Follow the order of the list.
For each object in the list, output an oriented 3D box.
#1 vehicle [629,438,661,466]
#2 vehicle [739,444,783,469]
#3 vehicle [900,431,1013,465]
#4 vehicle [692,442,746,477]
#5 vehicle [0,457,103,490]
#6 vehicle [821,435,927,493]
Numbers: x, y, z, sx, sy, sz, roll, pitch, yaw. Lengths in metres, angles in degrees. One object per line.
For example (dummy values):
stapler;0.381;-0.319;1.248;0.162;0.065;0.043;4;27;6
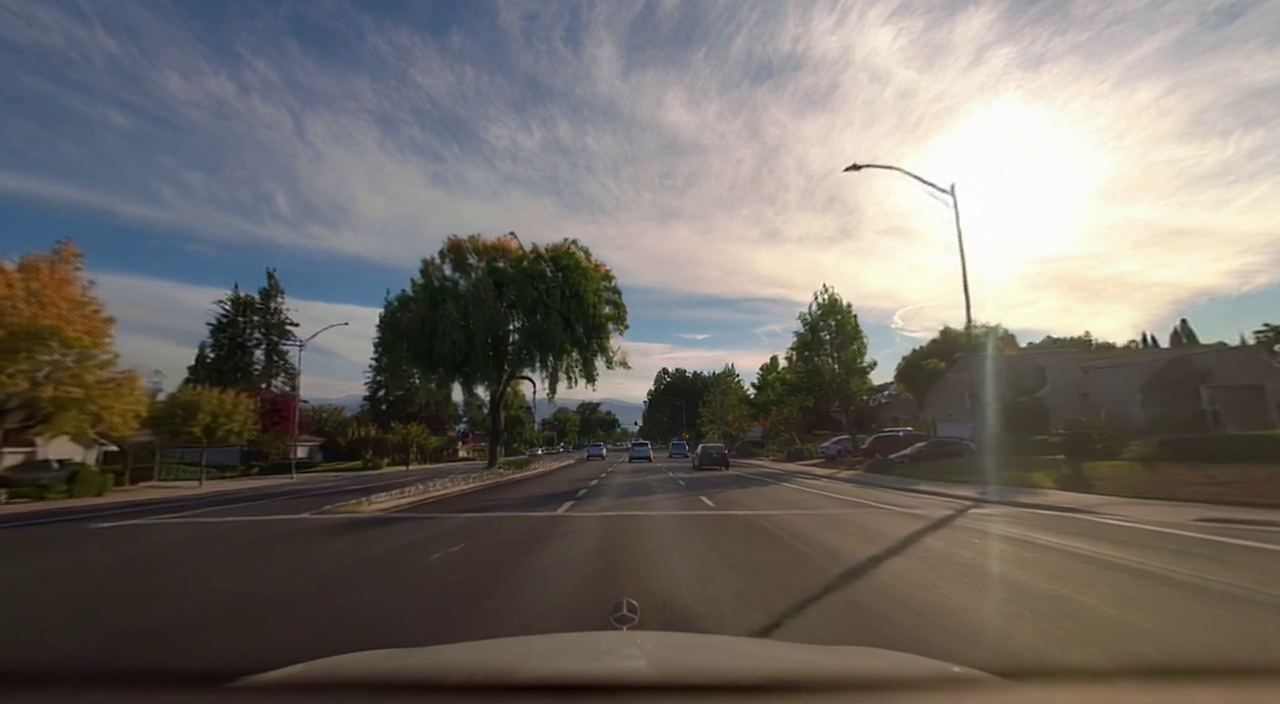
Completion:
vehicle;0.279;6.690;42.307;2.043;1.734;4.253;0;-8;-1
vehicle;7.748;6.721;40.931;1.965;1.486;4.707;0;-8;0
vehicle;15.529;4.748;31.190;4.491;1.593;1.884;-1;-8;3
vehicle;3.523;4.845;28.835;1.830;1.451;4.009;0;-8;-1
vehicle;-29.949;6.107;32.127;1.806;1.476;3.985;0;-8;-1
vehicle;7.709;3.698;21.241;1.933;1.759;3.900;0;-8;-2
